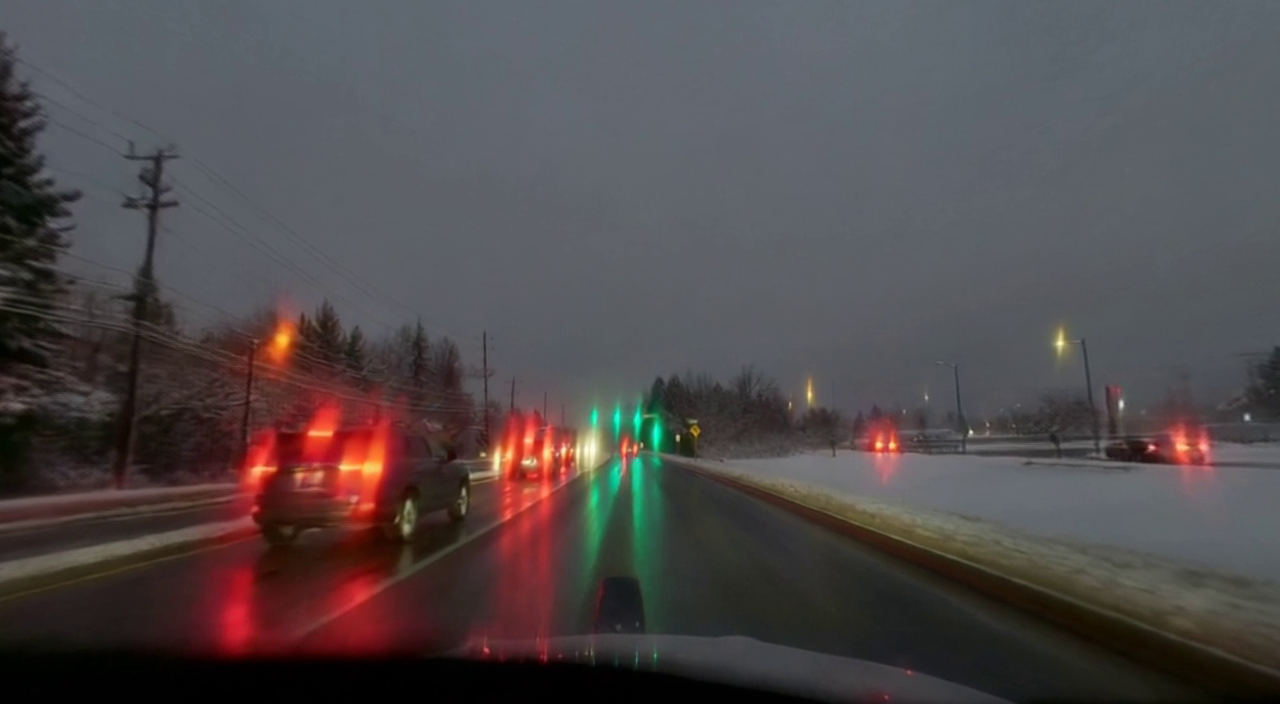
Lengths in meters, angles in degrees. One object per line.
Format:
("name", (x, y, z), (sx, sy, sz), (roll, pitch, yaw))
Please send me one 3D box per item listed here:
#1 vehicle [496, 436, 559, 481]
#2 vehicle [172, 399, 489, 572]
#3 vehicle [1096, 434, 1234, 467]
("vehicle", (-4.640, 4.458, 26.648), (2.041, 1.698, 4.094), (0, -9, -3))
("vehicle", (-3.797, 1.742, 8.939), (2.189, 1.807, 4.467), (0, -9, 0))
("vehicle", (33.429, 6.361, 40.703), (2.436, 1.877, 7.681), (1, -9, 1))
